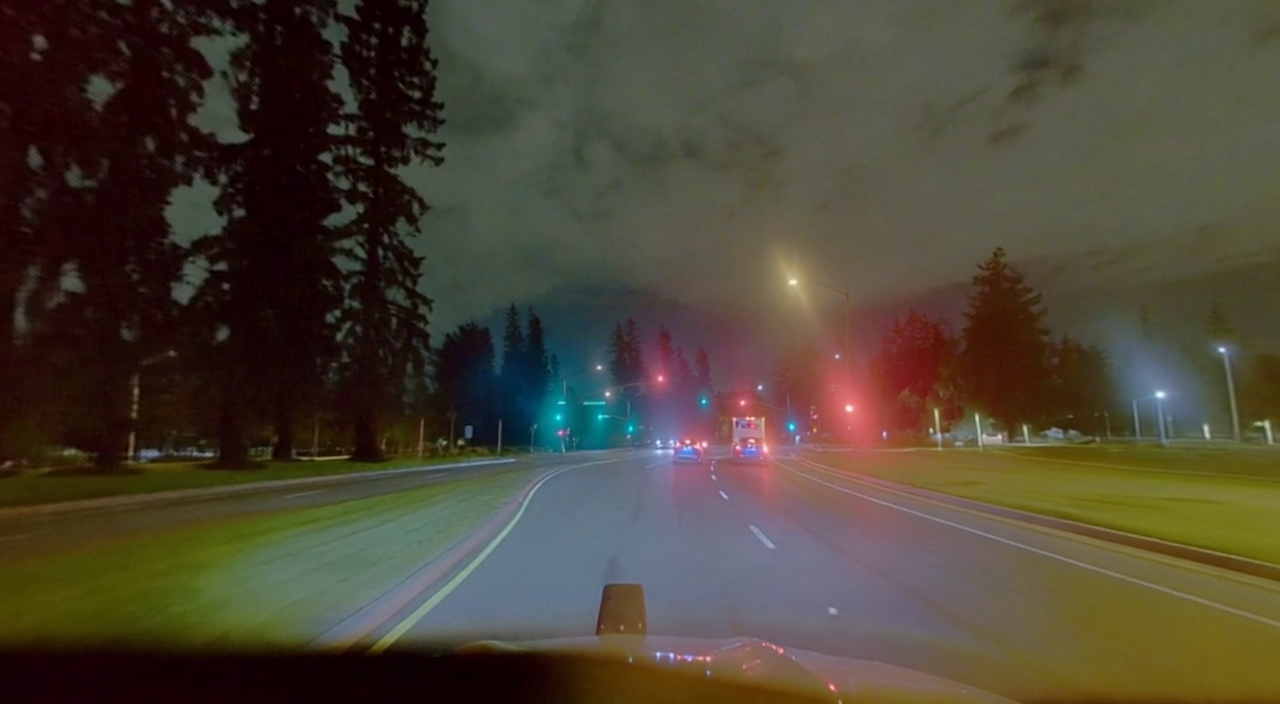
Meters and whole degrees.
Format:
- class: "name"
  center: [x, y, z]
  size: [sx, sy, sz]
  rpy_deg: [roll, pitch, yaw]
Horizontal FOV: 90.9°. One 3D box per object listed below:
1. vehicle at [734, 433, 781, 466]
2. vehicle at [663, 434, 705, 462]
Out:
- class: "vehicle"
  center: [5.777, 4.844, 31.518]
  size: [1.989, 1.497, 4.436]
  rpy_deg: [-1, -8, 6]
- class: "vehicle"
  center: [2.506, 5.339, 35.140]
  size: [2.066, 1.482, 4.273]
  rpy_deg: [-1, -8, 8]
